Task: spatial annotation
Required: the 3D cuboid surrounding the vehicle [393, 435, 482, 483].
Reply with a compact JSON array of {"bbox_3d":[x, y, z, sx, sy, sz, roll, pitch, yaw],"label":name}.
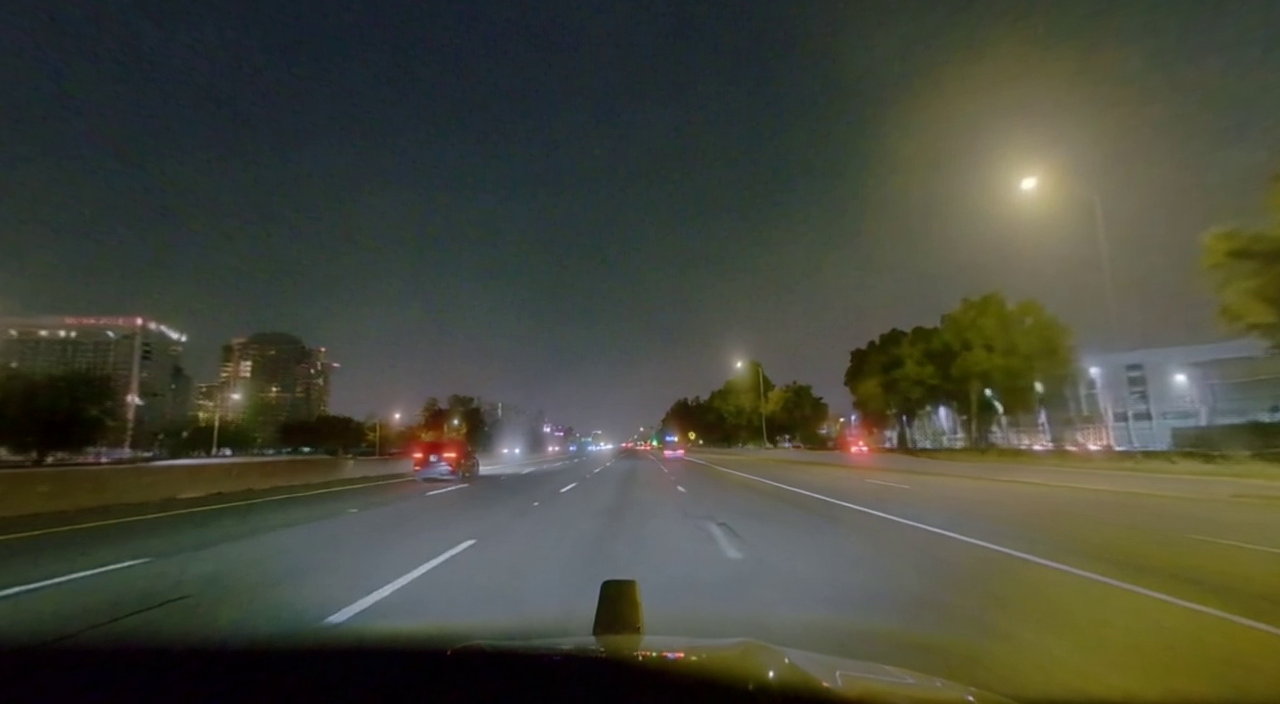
[{"bbox_3d":[-7.944,4.242,25.249,2.089,1.724,4.327,0,-9,0],"label":"vehicle"}]
